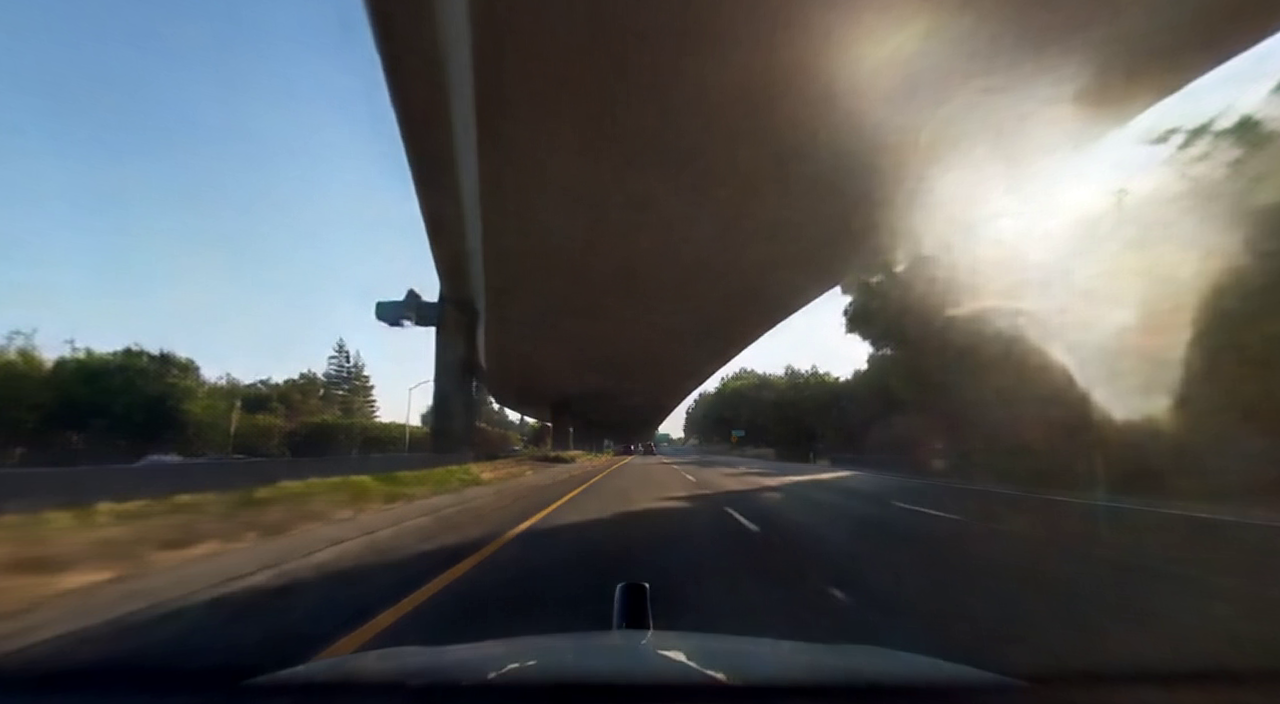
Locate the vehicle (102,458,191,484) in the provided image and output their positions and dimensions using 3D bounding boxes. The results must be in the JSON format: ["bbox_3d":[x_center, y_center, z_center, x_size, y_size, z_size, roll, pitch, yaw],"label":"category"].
[{"bbox_3d":[-32.268,7.802,41.426,1.979,1.481,4.699,0,-8,1],"label":"vehicle"}]
